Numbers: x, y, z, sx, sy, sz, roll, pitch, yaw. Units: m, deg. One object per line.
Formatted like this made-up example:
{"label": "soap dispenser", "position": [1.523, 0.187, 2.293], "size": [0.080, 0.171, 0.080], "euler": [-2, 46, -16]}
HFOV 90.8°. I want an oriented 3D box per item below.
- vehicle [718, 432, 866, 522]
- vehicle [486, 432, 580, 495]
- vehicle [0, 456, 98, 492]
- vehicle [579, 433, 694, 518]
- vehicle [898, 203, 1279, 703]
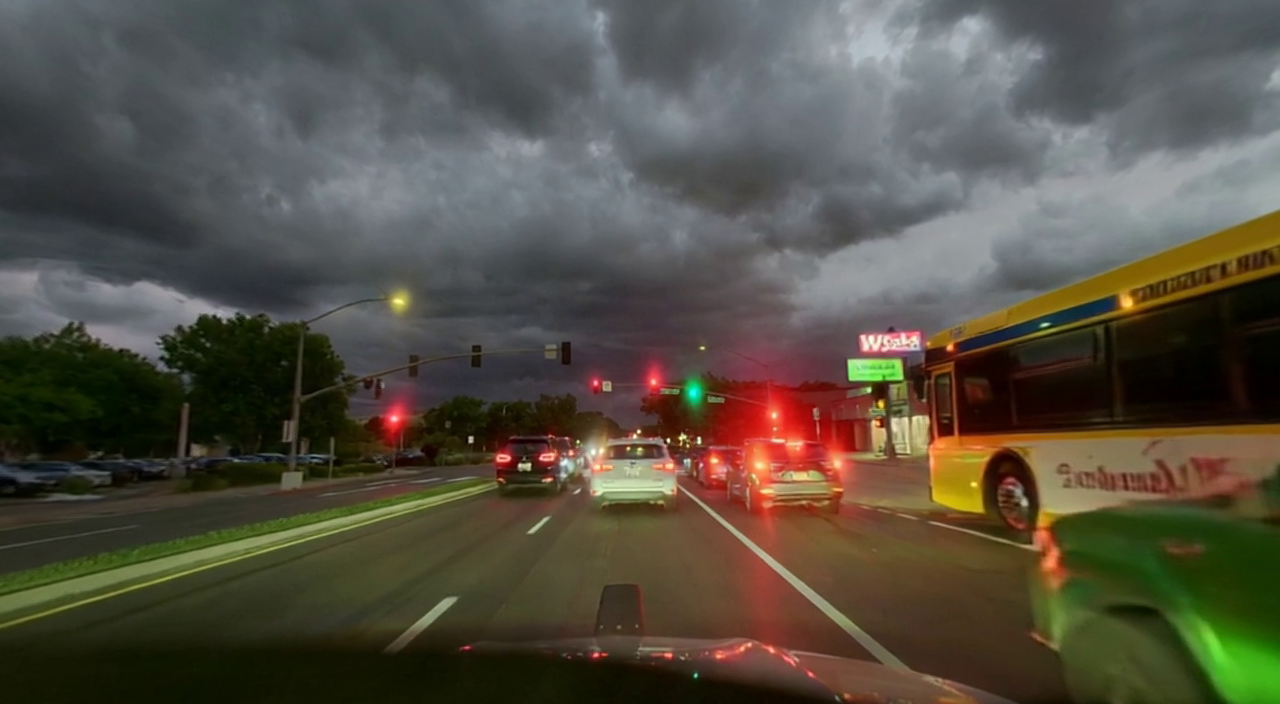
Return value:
{"label": "vehicle", "position": [2.864, 2.451, 12.966], "size": [1.922, 1.508, 4.330], "euler": [0, -9, 0]}
{"label": "vehicle", "position": [-3.148, 3.399, 19.606], "size": [2.180, 1.708, 4.397], "euler": [0, -9, 0]}
{"label": "vehicle", "position": [-28.110, 5.580, 29.029], "size": [4.425, 1.545, 1.894], "euler": [4, -10, -27]}
{"label": "vehicle", "position": [-0.076, 2.534, 13.398], "size": [2.071, 1.525, 3.723], "euler": [0, -9, 0]}
{"label": "vehicle", "position": [3.030, 0.488, 1.228], "size": [2.490, 1.951, 5.931], "euler": [0, -9, -1]}
